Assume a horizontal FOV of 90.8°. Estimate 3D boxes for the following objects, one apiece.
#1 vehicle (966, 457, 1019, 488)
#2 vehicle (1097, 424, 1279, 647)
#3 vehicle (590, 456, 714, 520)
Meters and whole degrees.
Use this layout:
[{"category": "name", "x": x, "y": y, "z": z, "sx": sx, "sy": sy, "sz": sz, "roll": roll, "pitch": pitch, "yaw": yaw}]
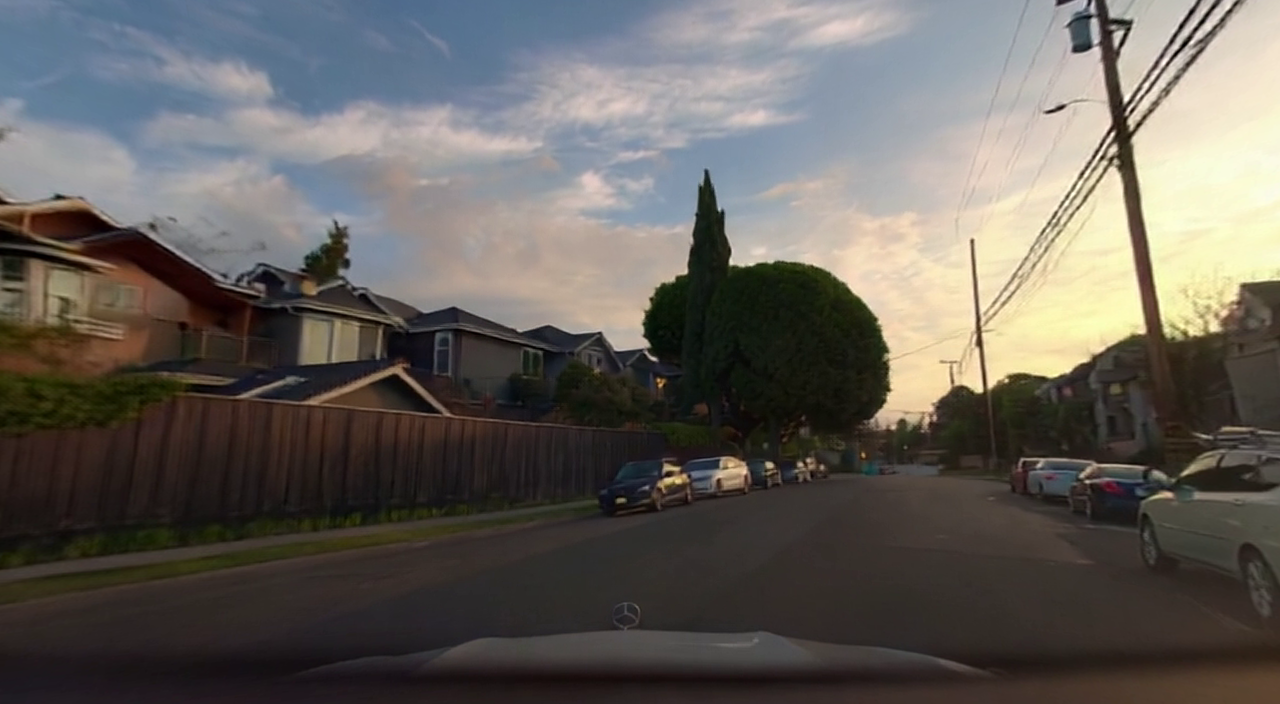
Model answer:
[{"category": "vehicle", "x": 19.037, "y": 6.475, "z": 34.271, "sx": 1.979, "sy": 1.480, "sz": 4.500, "roll": -4, "pitch": -9, "yaw": 23}, {"category": "vehicle", "x": 6.769, "y": 1.618, "z": 6.330, "sx": 2.439, "sy": 1.670, "sz": 4.631, "roll": -4, "pitch": -9, "yaw": 23}, {"category": "vehicle", "x": 0.501, "y": 3.728, "z": 17.905, "sx": 1.930, "sy": 1.478, "sz": 4.731, "roll": -4, "pitch": -9, "yaw": 22}]
